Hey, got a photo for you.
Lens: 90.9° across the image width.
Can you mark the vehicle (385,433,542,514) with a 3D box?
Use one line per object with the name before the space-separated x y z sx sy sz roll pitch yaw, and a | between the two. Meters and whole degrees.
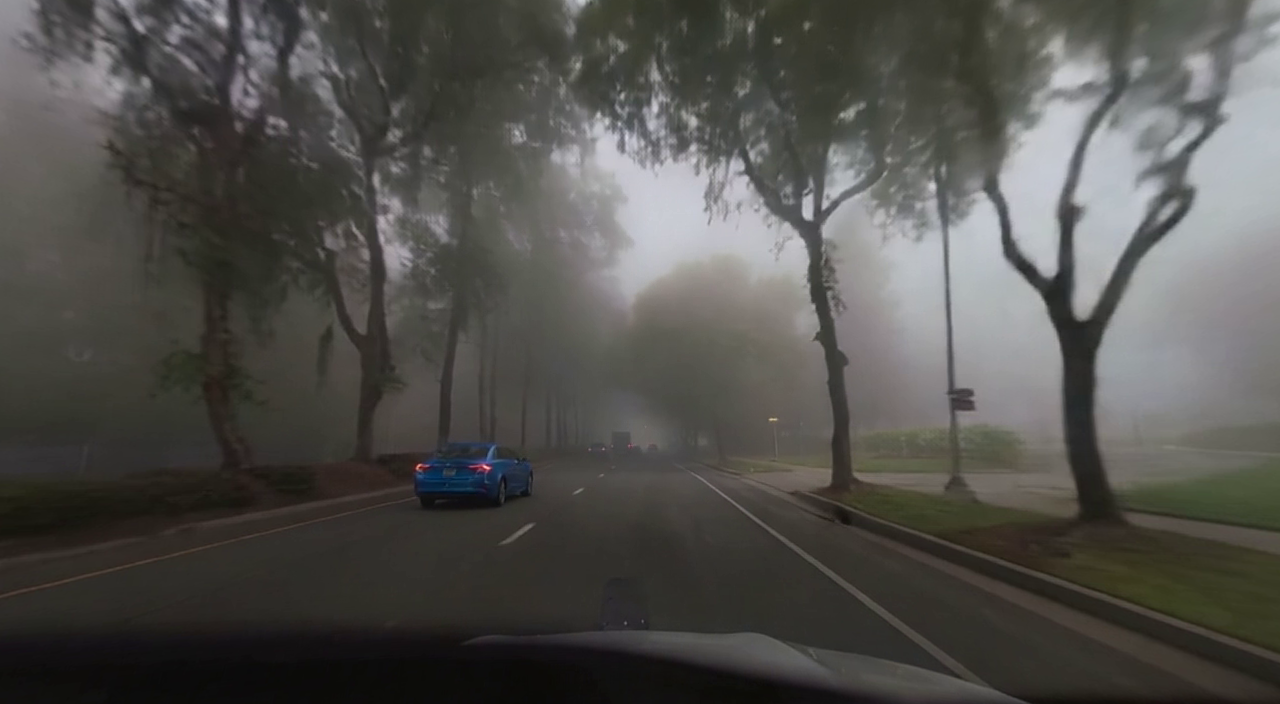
vehicle | -3.597 2.569 13.847 2.033 1.454 4.512 0 -8 2
